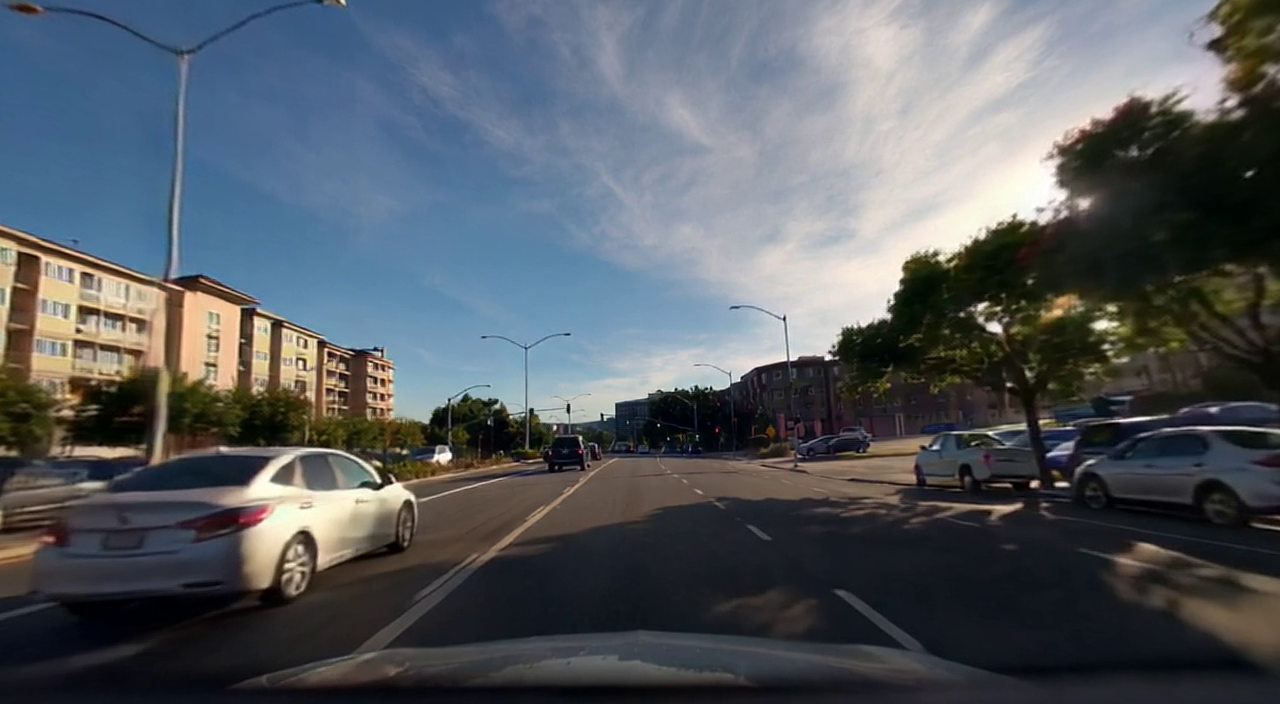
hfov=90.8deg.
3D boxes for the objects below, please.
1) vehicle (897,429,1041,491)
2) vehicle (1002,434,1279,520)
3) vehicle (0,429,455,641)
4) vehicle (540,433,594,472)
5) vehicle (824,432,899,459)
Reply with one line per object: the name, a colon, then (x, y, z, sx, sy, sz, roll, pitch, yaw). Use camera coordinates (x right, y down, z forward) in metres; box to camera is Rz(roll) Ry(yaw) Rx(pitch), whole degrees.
vehicle: (9.898, 3.271, 19.488, 1.992, 1.664, 4.246, 0, -8, -2)
vehicle: (9.947, 2.433, 12.974, 2.045, 1.418, 4.869, 0, -8, -1)
vehicle: (-3.673, 1.595, 6.657, 2.144, 1.447, 4.421, 0, -8, -1)
vehicle: (-3.733, 5.255, 33.312, 2.220, 1.888, 4.904, 0, -8, 1)
vehicle: (15.096, 6.409, 43.262, 4.399, 1.722, 2.202, -1, -8, 9)
